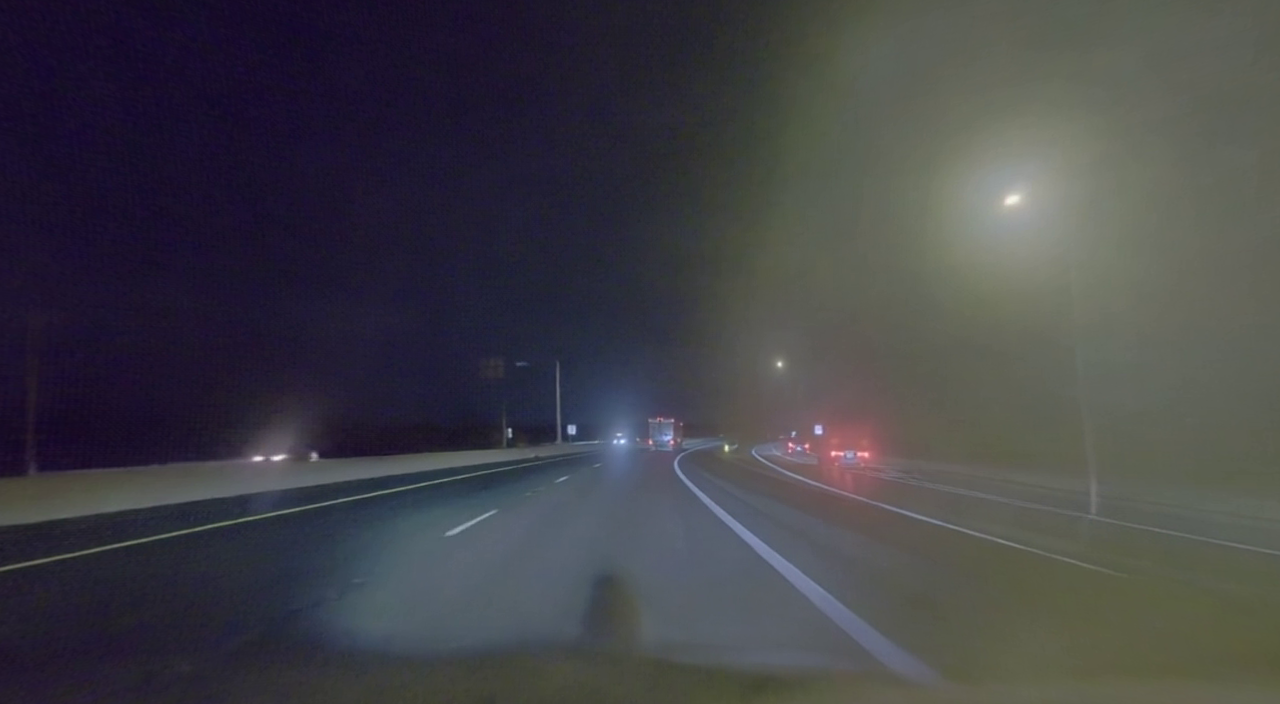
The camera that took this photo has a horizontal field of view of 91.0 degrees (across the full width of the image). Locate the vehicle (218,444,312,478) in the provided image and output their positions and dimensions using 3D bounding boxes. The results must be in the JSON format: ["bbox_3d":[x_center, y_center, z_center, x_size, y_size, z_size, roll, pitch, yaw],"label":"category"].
[{"bbox_3d":[-16.730,4.838,28.318,1.795,1.382,3.876,-1,-8,1],"label":"vehicle"}]
